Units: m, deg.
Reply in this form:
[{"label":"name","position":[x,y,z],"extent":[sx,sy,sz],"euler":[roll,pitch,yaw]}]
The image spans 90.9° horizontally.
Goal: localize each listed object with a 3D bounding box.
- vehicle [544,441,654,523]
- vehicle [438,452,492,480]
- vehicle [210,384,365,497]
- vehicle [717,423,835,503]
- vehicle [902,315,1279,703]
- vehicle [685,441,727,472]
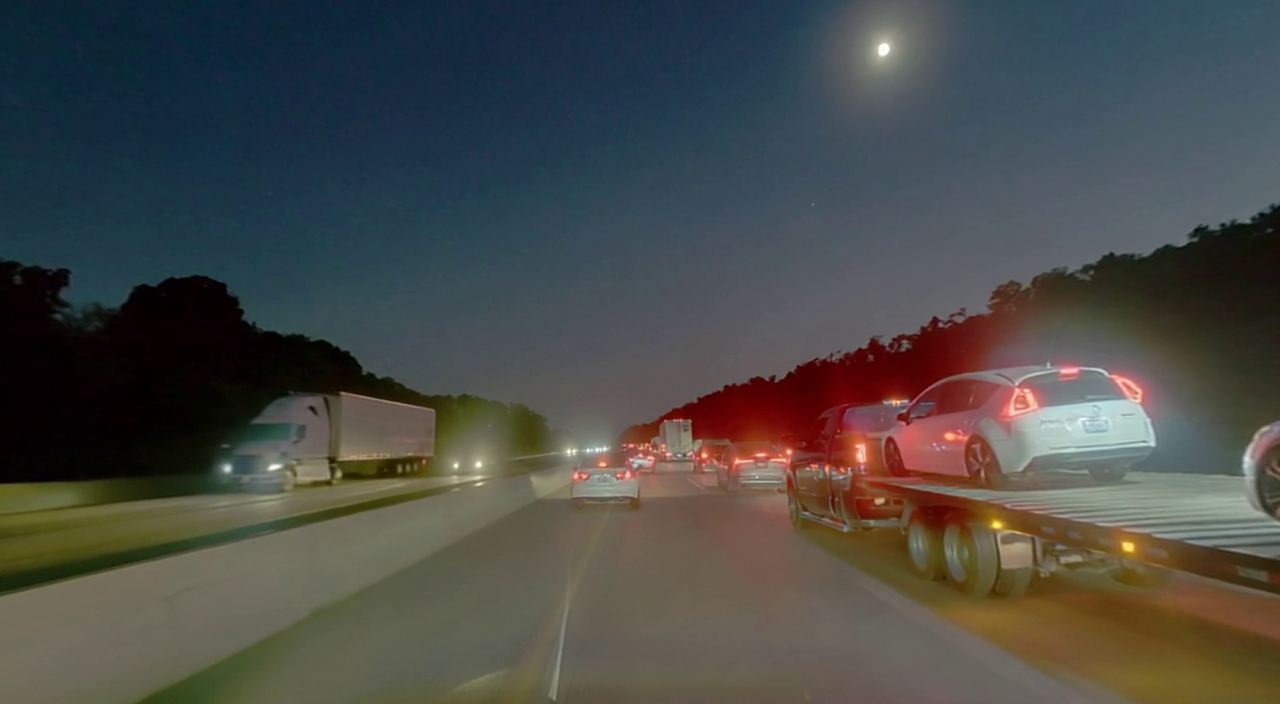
[{"label":"vehicle","position":[-0.735,2.655,13.363],"extent":[1.991,1.466,3.675],"euler":[0,-9,0]},{"label":"vehicle","position":[-11.032,7.210,39.990],"extent":[2.221,1.639,4.105],"euler":[0,-9,0]},{"label":"vehicle","position":[-15.393,3.981,28.204],"extent":[3.230,4.500,5.937],"euler":[0,-9,1]},{"label":"vehicle","position":[3.504,2.964,17.108],"extent":[2.303,1.889,3.920],"euler":[0,-9,0]},{"label":"vehicle","position":[3.470,0.947,3.659],"extent":[1.959,1.783,4.407],"euler":[0,-9,0]},{"label":"vehicle","position":[3.795,6.088,36.720],"extent":[1.938,1.660,4.223],"euler":[0,-9,-1]}]
